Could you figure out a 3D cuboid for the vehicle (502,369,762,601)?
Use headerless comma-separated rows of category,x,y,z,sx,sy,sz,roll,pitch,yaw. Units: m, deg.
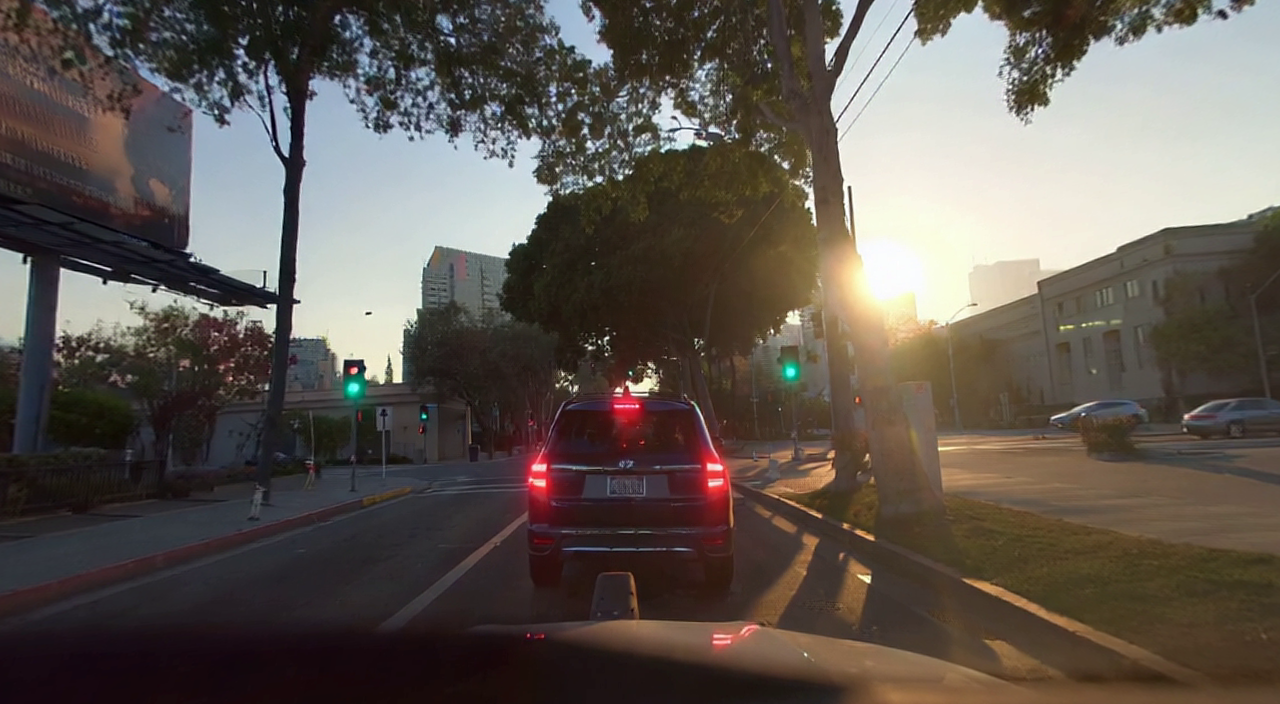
vehicle,-0.063,1.374,7.212,2.142,1.904,3.816,-1,-8,0

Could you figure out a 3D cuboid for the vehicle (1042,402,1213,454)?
vehicle,15.270,2.446,19.940,3.750,1.502,1.781,-2,-8,13
